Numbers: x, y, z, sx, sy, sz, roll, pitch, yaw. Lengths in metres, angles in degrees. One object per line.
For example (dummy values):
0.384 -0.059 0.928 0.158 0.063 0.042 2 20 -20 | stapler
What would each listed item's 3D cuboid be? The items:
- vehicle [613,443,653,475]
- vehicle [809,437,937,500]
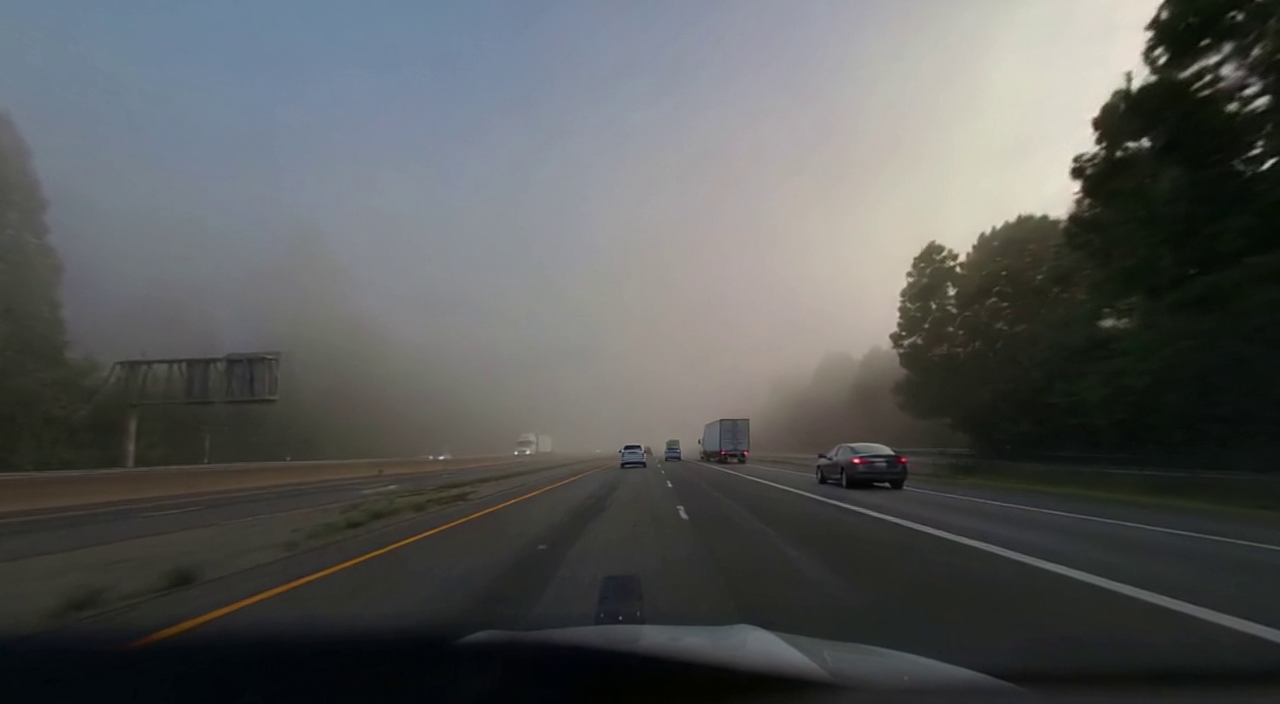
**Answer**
-0.344 6.113 36.165 2.114 1.706 4.106 0 -9 1 | vehicle
6.755 3.422 18.872 2.011 1.638 4.737 0 -9 0 | vehicle
